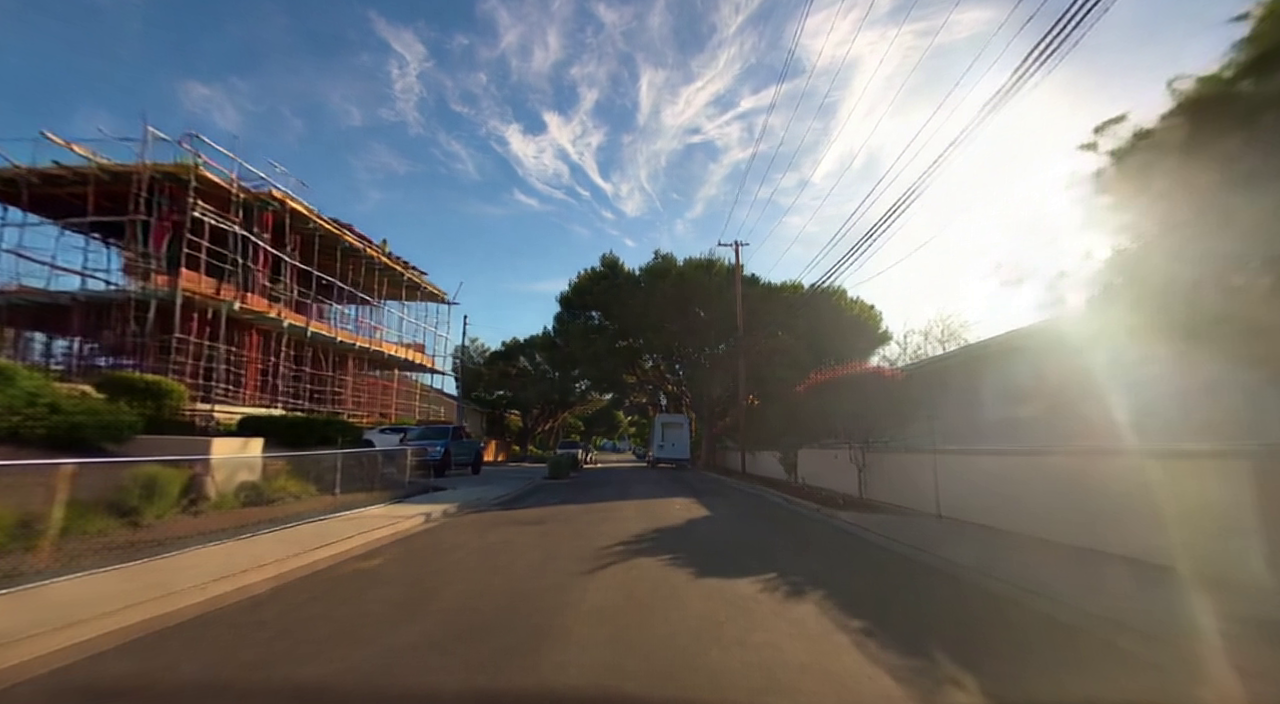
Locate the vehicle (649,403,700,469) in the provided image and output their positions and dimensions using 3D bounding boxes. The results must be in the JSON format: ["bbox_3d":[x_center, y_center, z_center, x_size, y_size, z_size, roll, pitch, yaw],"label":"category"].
[{"bbox_3d":[2.299,6.021,43.360,2.915,3.793,9.963,4,-11,3],"label":"vehicle"}]

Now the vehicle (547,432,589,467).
[{"bbox_3d":[-4.812,6.548,42.710,2.171,1.910,4.789,-1,-4,2],"label":"vehicle"}]

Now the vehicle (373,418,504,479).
[{"bbox_3d":[-6.977,3.441,22.698,2.238,1.895,5.648,-1,-8,8],"label":"vehicle"}]
